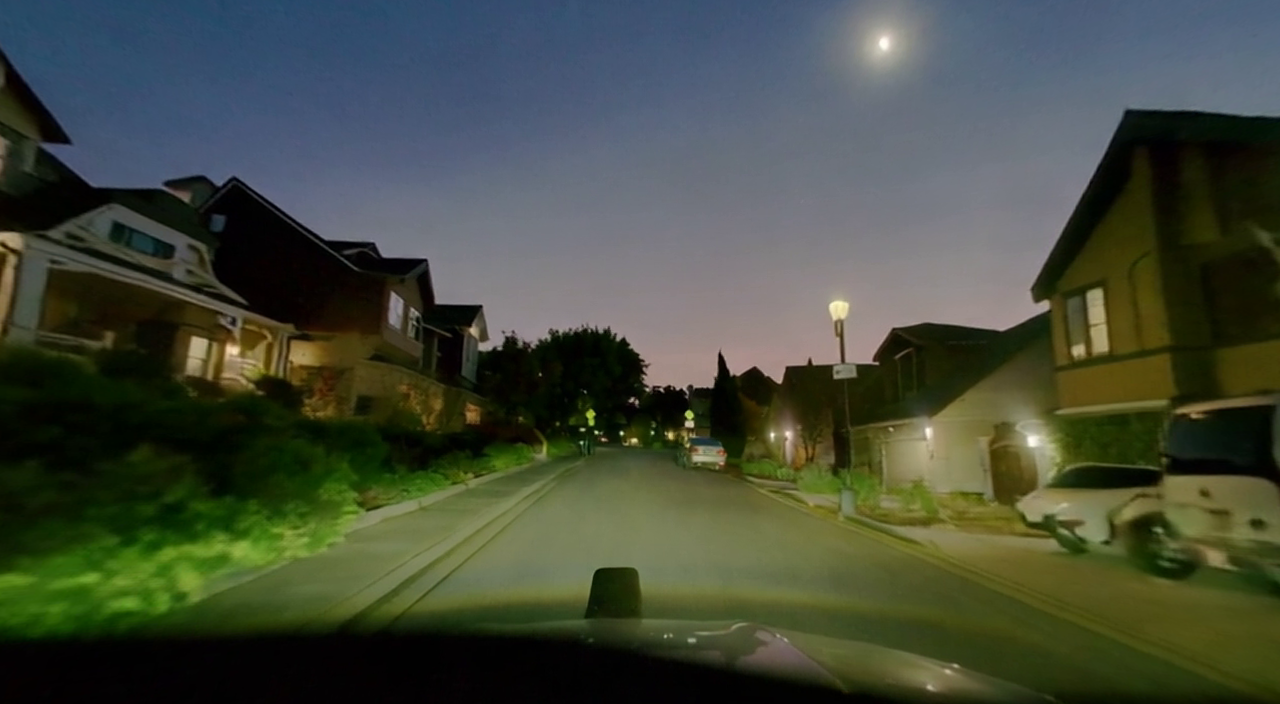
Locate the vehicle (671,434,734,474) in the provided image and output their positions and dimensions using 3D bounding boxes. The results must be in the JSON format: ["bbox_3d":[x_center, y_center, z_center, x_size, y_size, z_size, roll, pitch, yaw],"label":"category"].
[{"bbox_3d":[2.477,4.156,26.106,1.955,1.498,4.046,0,-7,-4],"label":"vehicle"}]

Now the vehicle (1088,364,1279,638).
[{"bbox_3d":[8.232,1.394,6.364,5.739,2.299,2.216,0,-8,-3],"label":"vehicle"}]
